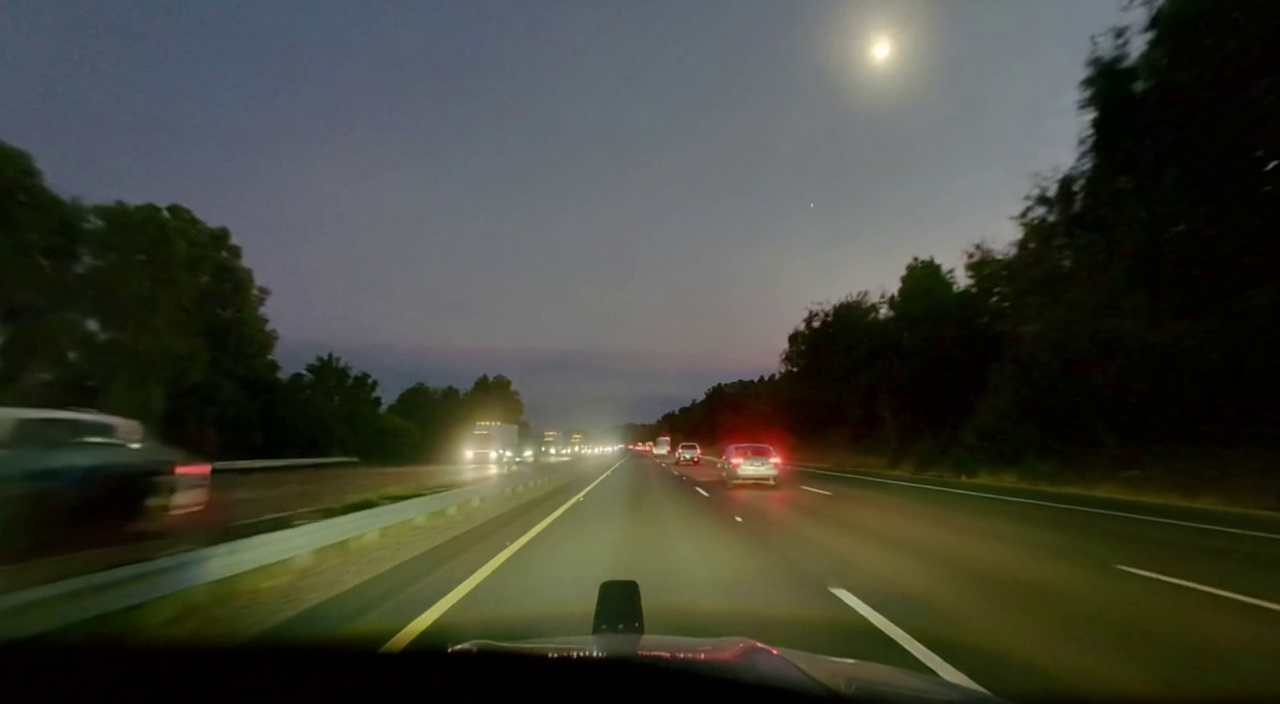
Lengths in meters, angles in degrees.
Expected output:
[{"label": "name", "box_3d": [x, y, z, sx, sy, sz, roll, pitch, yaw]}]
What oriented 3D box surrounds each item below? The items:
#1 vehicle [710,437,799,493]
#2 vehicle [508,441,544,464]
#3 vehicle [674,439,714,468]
[{"label": "vehicle", "box_3d": [3.564, 3.619, 20.505, 2.023, 1.603, 4.159, 0, -9, -1]}, {"label": "vehicle", "box_3d": [-8.692, 7.734, 48.439, 1.988, 1.672, 4.426, 0, -9, 0]}, {"label": "vehicle", "box_3d": [3.460, 6.664, 41.391, 2.070, 1.751, 4.576, 0, -9, -2]}]
